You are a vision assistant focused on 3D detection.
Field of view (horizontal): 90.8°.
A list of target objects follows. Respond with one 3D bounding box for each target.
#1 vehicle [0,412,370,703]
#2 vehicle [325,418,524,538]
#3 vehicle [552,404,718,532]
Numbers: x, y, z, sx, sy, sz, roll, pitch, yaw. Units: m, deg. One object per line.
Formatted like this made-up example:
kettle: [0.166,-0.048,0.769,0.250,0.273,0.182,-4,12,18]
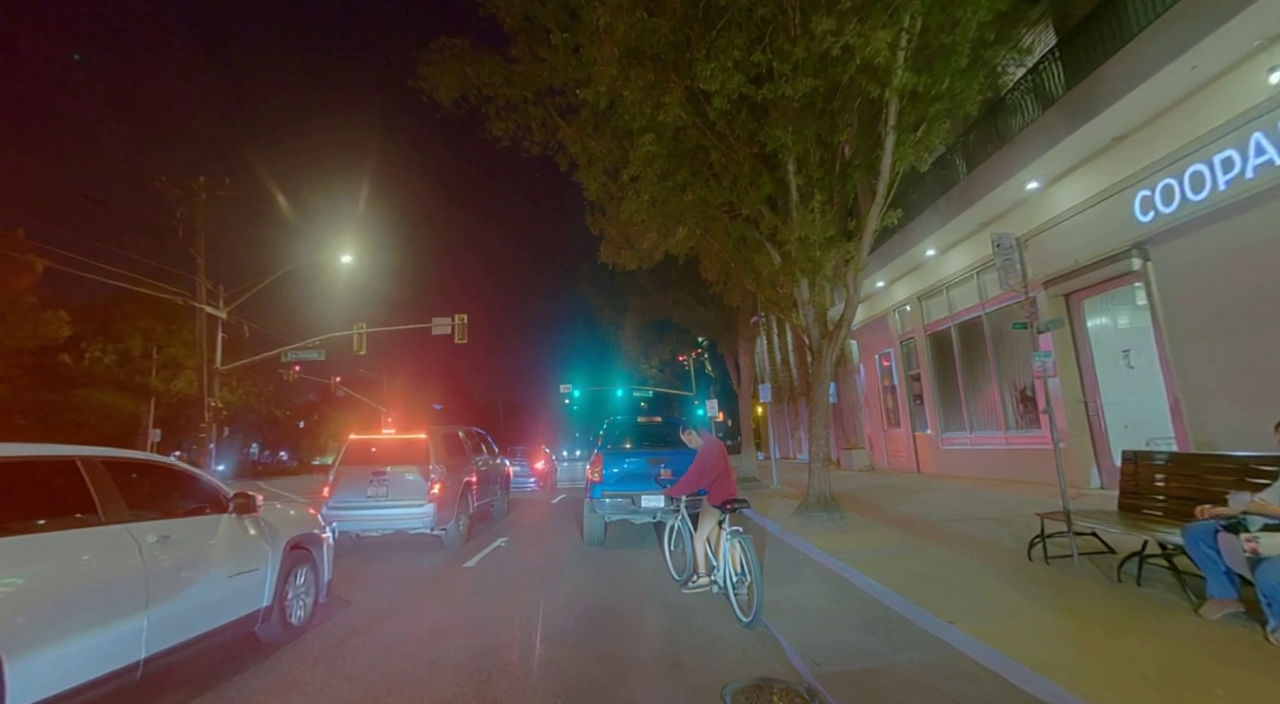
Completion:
vehicle: [-3.558,1.172,3.697,2.064,1.486,4.140,0,-9,1]
vehicle: [-3.602,2.198,11.611,2.046,1.750,4.452,0,-9,0]
vehicle: [-0.114,2.086,11.878,2.426,1.882,5.027,0,-9,-1]
